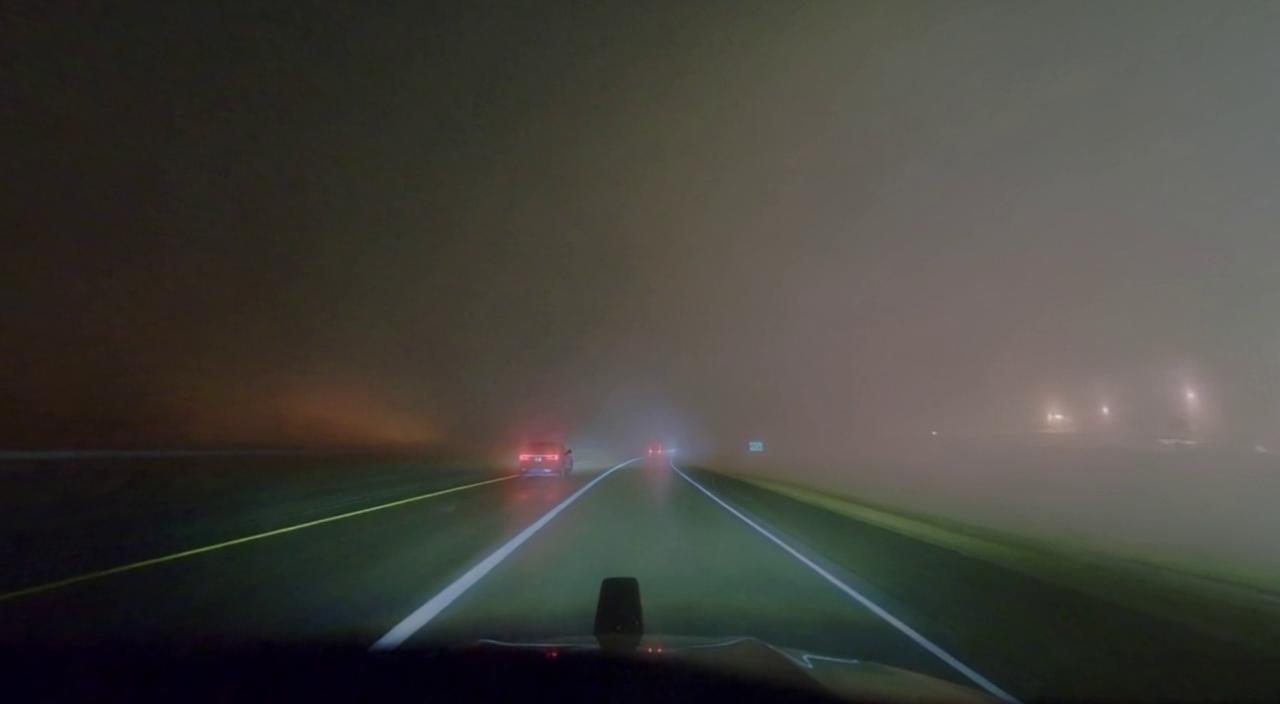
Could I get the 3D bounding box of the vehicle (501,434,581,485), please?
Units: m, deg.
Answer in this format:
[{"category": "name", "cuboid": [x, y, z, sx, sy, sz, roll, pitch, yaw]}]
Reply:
[{"category": "vehicle", "cuboid": [-3.714, 4.160, 24.677, 2.193, 1.771, 4.757, 0, -9, 2]}]
